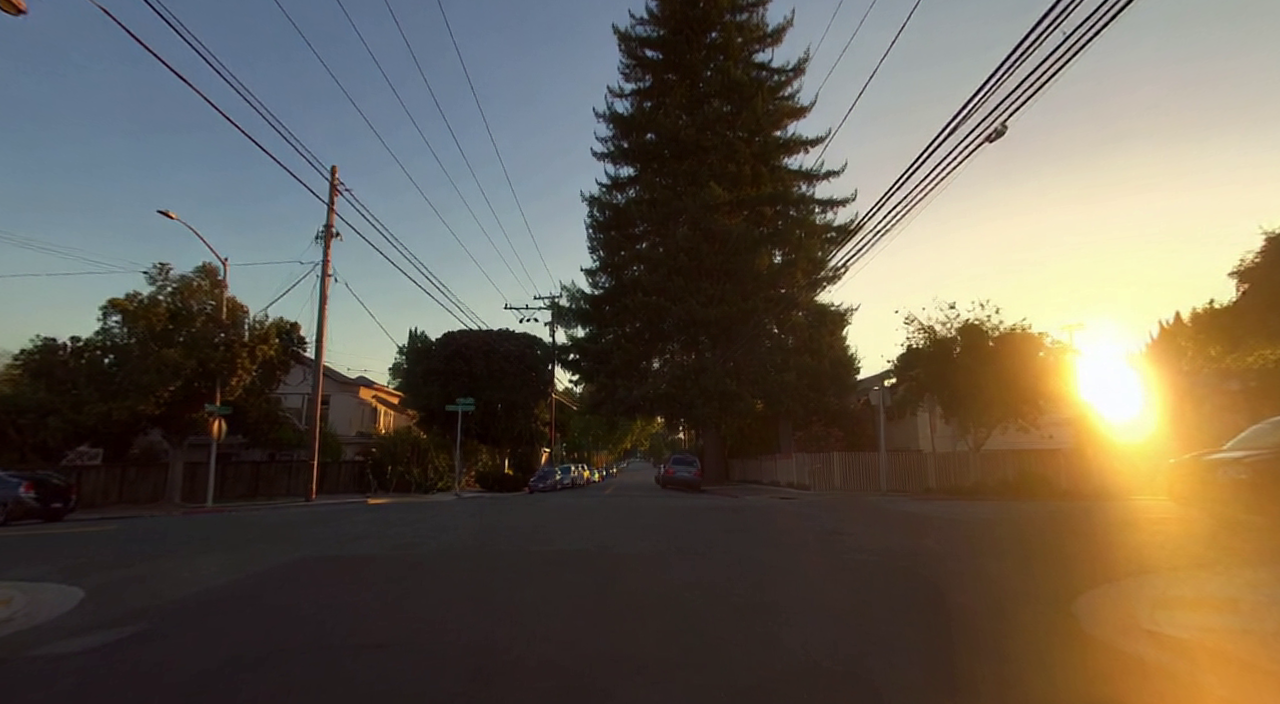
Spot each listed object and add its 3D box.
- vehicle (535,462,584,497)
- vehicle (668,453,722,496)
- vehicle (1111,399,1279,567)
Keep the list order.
[{"bbox_3d":[-4.299,6.933,34.610,2.189,1.771,4.571,0,-10,-1],"label":"vehicle"},{"bbox_3d":[2.589,5.957,31.067,2.051,1.874,4.459,0,-8,-3],"label":"vehicle"},{"bbox_3d":[9.703,1.685,8.547,4.677,1.949,2.334,-1,-8,3],"label":"vehicle"}]
